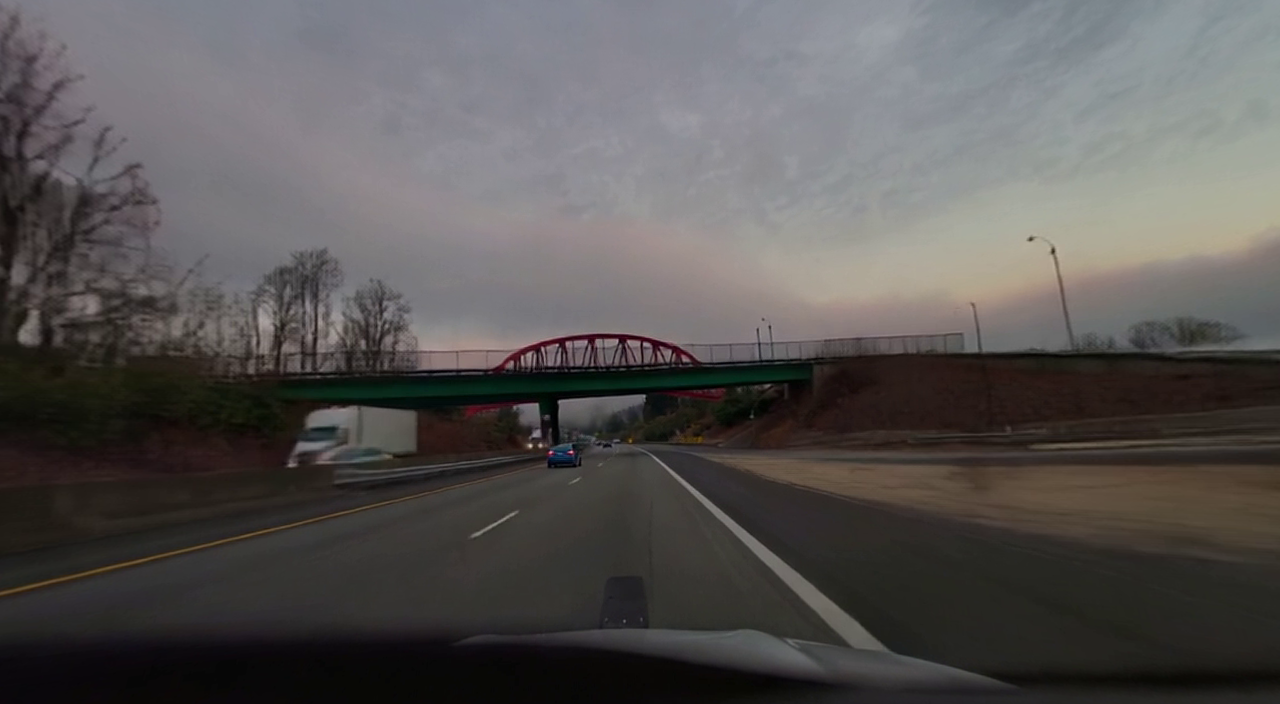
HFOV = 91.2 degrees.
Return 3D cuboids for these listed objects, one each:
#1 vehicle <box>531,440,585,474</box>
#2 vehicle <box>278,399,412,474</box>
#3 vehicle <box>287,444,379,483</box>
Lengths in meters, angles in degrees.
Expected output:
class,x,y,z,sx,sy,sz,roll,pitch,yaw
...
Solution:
class,x,y,z,sx,sy,sz,roll,pitch,yaw
vehicle,-3.951,5.162,31.136,2.052,1.556,4.405,0,-8,0
vehicle,-16.728,5.023,36.747,2.995,3.794,9.786,0,-9,0
vehicle,-13.303,4.816,27.483,1.872,1.535,4.138,0,-9,1
